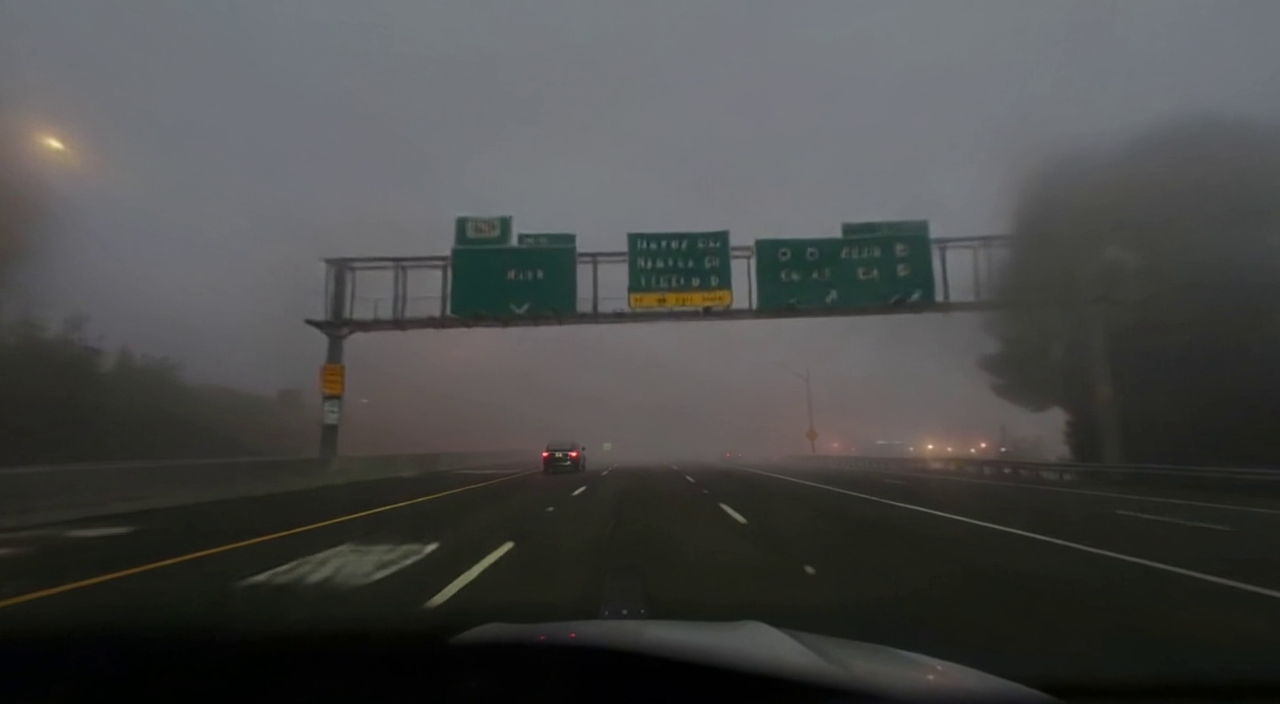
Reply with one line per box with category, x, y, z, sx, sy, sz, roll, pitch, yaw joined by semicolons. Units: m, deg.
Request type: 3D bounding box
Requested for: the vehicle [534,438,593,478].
vehicle;-3.450;4.869;29.272;2.072;1.706;4.359;0;-8;1
